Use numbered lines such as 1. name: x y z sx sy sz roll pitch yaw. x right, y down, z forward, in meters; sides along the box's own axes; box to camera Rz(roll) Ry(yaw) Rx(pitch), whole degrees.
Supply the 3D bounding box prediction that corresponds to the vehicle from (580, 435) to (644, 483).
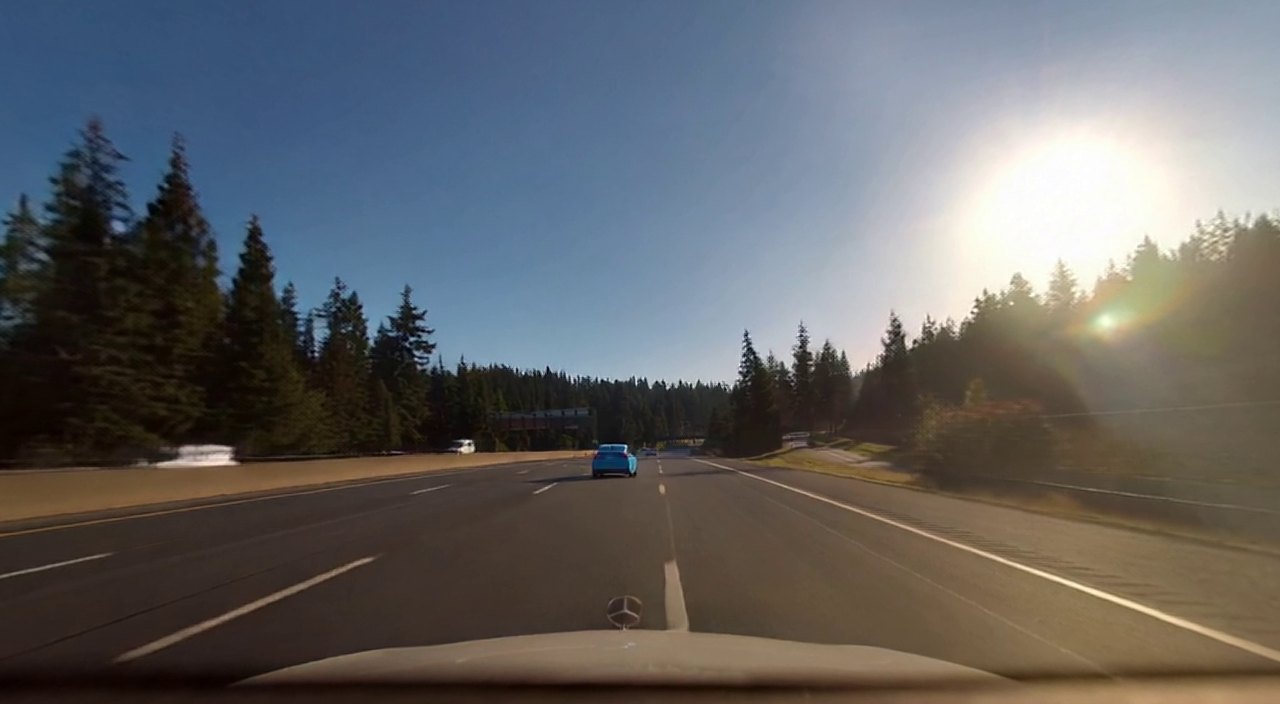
1. vehicle: -0.984 4.133 24.515 2.133 1.686 4.203 0 -8 2
